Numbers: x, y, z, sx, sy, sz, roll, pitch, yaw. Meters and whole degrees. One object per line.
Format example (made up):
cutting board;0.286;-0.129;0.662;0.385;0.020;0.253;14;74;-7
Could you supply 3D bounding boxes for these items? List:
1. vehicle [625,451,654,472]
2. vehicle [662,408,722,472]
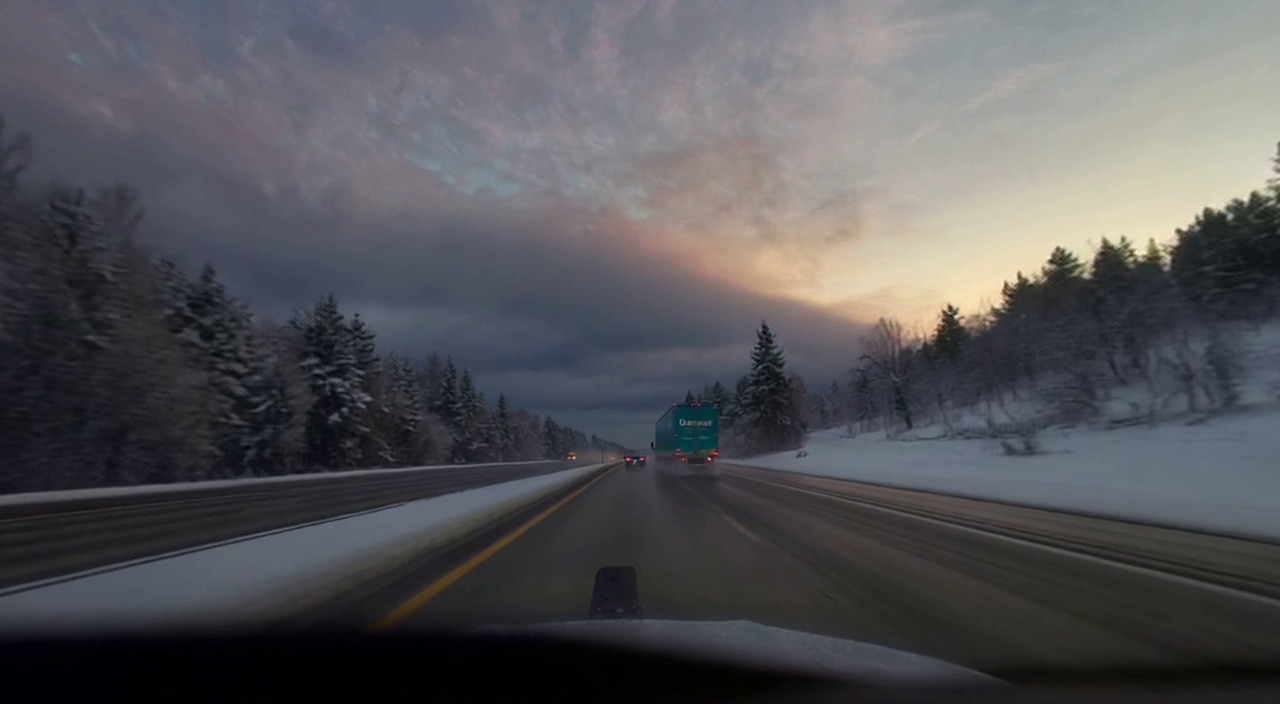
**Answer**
vehicle;-0.029;8.241;47.508;2.057;1.528;3.958;-1;-9;0
vehicle;3.544;6.583;46.331;3.440;4.090;11.380;0;-9;0
